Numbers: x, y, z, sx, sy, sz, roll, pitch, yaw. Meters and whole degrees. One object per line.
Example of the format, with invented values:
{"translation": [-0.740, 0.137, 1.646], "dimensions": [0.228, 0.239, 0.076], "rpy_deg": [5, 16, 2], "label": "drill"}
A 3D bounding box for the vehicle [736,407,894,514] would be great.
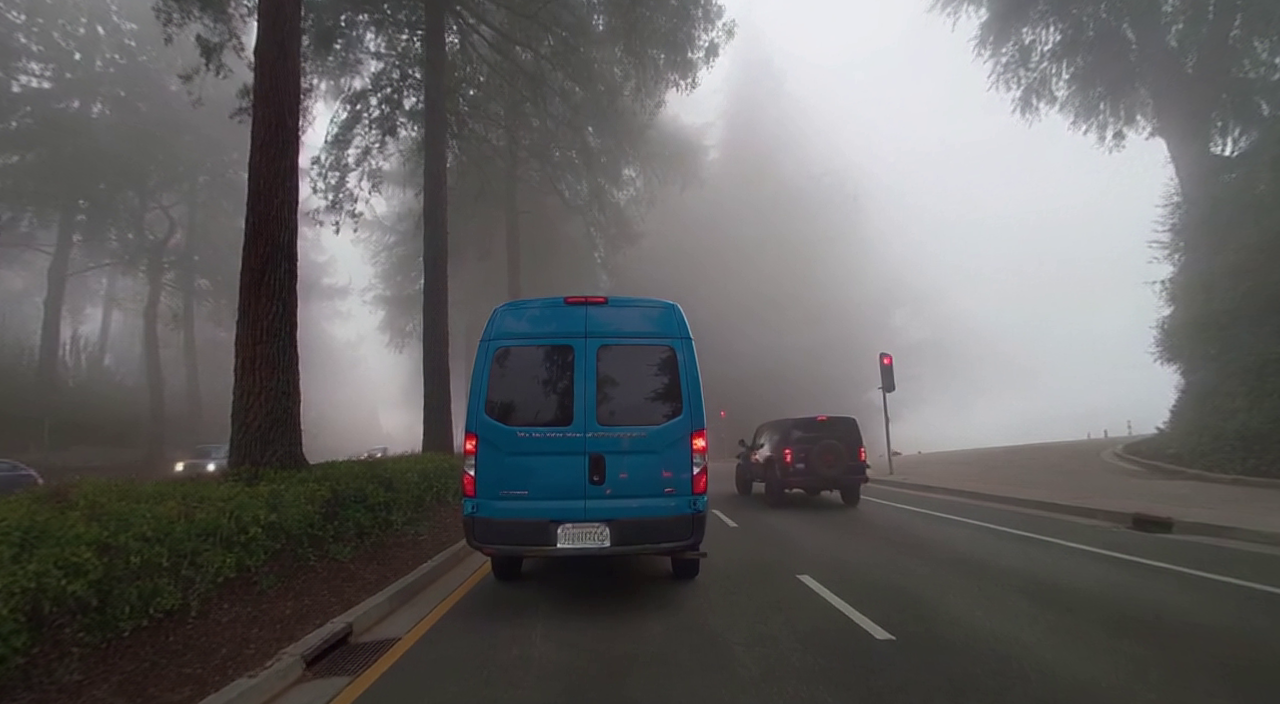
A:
{"translation": [3.395, 2.207, 13.202], "dimensions": [1.988, 1.873, 3.968], "rpy_deg": [0, -9, -3], "label": "vehicle"}

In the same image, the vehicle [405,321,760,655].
{"translation": [-0.326, 1.133, 6.098], "dimensions": [2.145, 2.046, 4.309], "rpy_deg": [0, -9, 1], "label": "vehicle"}

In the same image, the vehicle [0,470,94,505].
{"translation": [-28.148, 6.139, 28.704], "dimensions": [4.726, 1.456, 1.873], "rpy_deg": [1, -9, -4], "label": "vehicle"}
